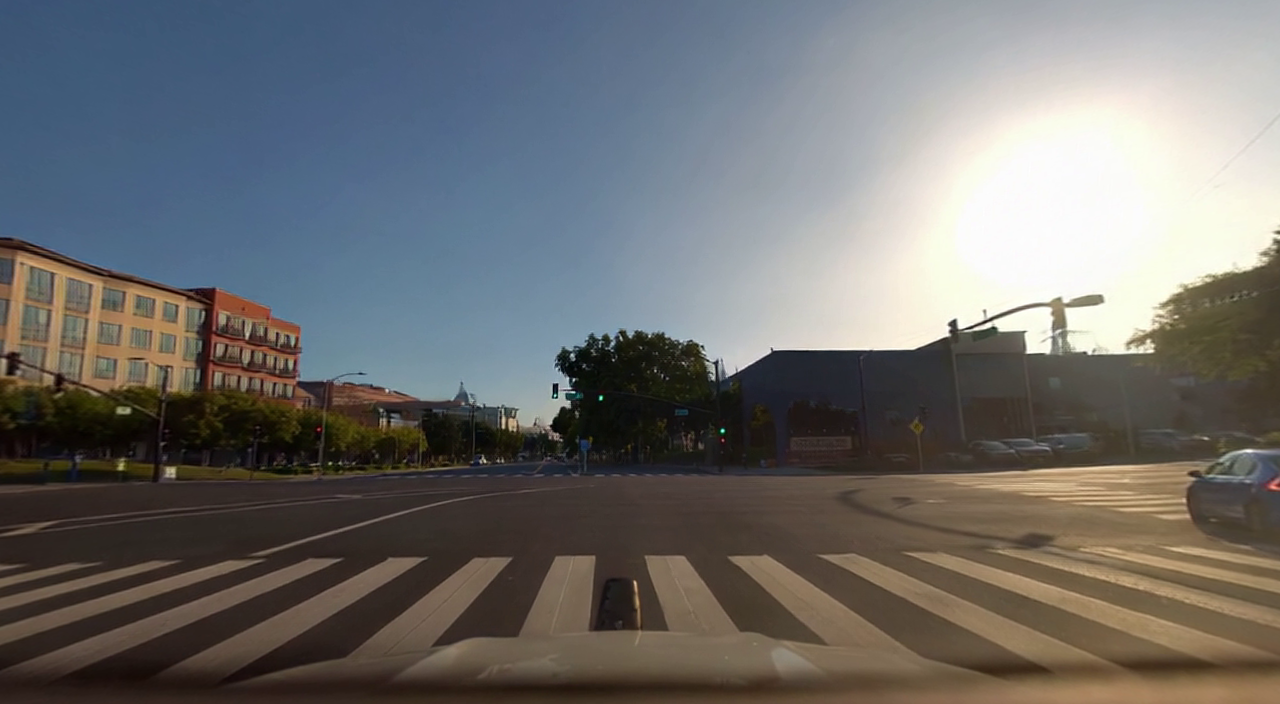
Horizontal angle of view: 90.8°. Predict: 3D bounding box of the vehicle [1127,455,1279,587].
[{"bbox_3d":[8.211,1.972,7.536,1.935,1.421,4.716,-2,-9,13],"label":"vehicle"}]
